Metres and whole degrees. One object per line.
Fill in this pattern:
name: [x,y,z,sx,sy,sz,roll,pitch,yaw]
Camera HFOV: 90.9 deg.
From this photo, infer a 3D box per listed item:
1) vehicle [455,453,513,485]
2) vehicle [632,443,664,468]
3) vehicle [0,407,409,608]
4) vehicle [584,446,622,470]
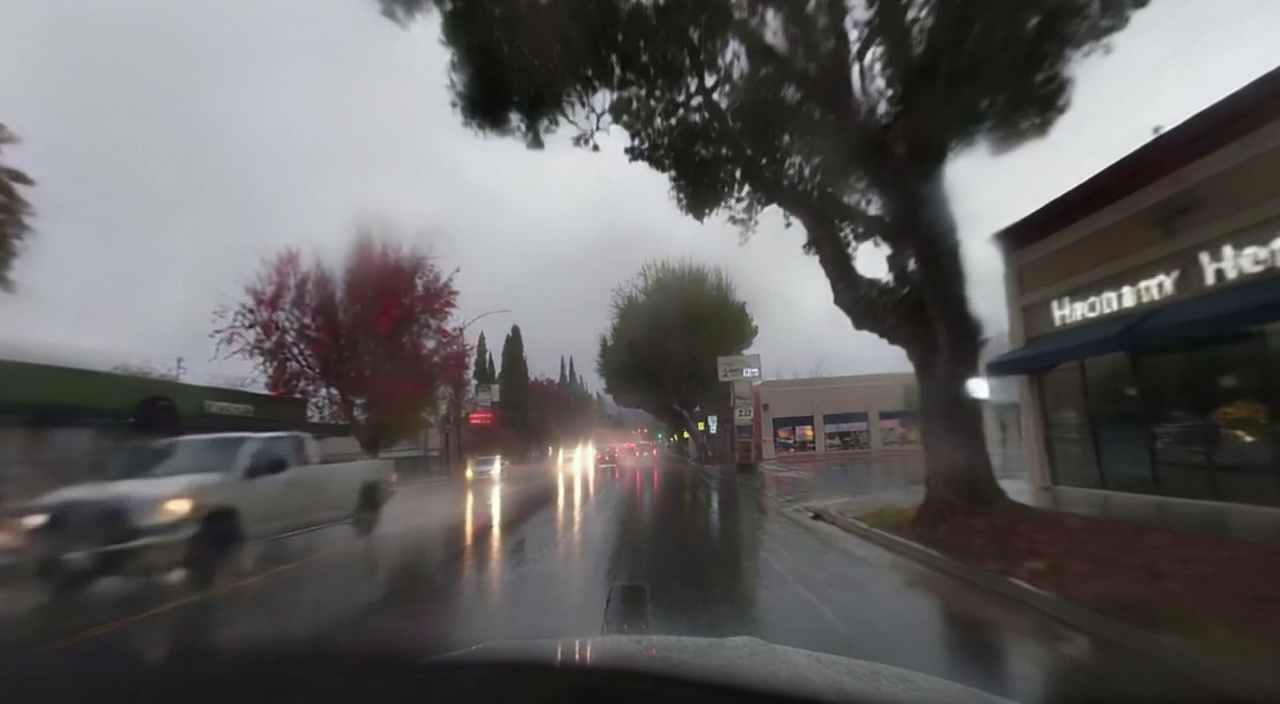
vehicle: [-8.294,6.243,33.943,1.952,1.540,4.413,-1,-8,1]
vehicle: [0.501,6.723,41.118,2.020,1.478,3.922,0,-8,0]
vehicle: [-6.116,2.187,10.121,2.644,2.161,5.825,-2,-8,0]
vehicle: [-2.234,6.635,39.712,2.099,1.424,4.609,0,-8,0]
